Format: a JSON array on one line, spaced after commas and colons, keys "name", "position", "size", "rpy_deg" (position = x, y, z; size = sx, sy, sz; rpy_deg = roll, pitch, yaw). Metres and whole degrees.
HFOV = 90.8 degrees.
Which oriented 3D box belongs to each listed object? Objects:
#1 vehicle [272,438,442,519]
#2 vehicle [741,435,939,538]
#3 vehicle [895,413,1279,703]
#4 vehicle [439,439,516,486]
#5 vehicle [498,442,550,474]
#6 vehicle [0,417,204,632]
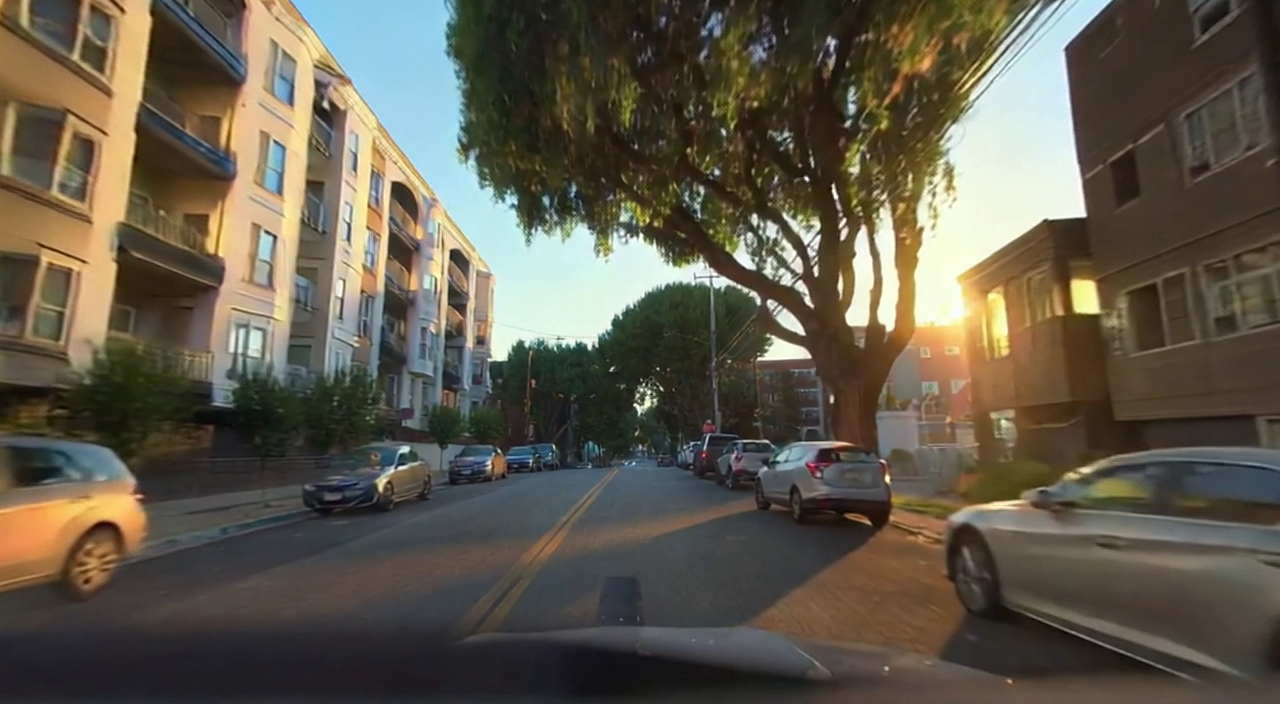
[{"name": "vehicle", "position": [-6.477, 2.911, 15.140], "size": [2.100, 1.640, 4.341], "rpy_deg": [0, -8, -1]}, {"name": "vehicle", "position": [3.361, 2.351, 11.885], "size": [1.948, 1.502, 5.013], "rpy_deg": [0, -8, -2]}, {"name": "vehicle", "position": [3.500, 1.136, 3.451], "size": [2.041, 1.488, 5.026], "rpy_deg": [0, -8, -1]}, {"name": "vehicle", "position": [-6.458, 4.397, 25.576], "size": [1.947, 1.707, 4.352], "rpy_deg": [0, -8, 0]}, {"name": "vehicle", "position": [-6.445, 5.921, 35.557], "size": [2.069, 1.647, 4.359], "rpy_deg": [-1, -8, 0]}, {"name": "vehicle", "position": [-6.241, 1.423, 5.244], "size": [2.023, 1.740, 4.567], "rpy_deg": [0, -8, -1]}]
